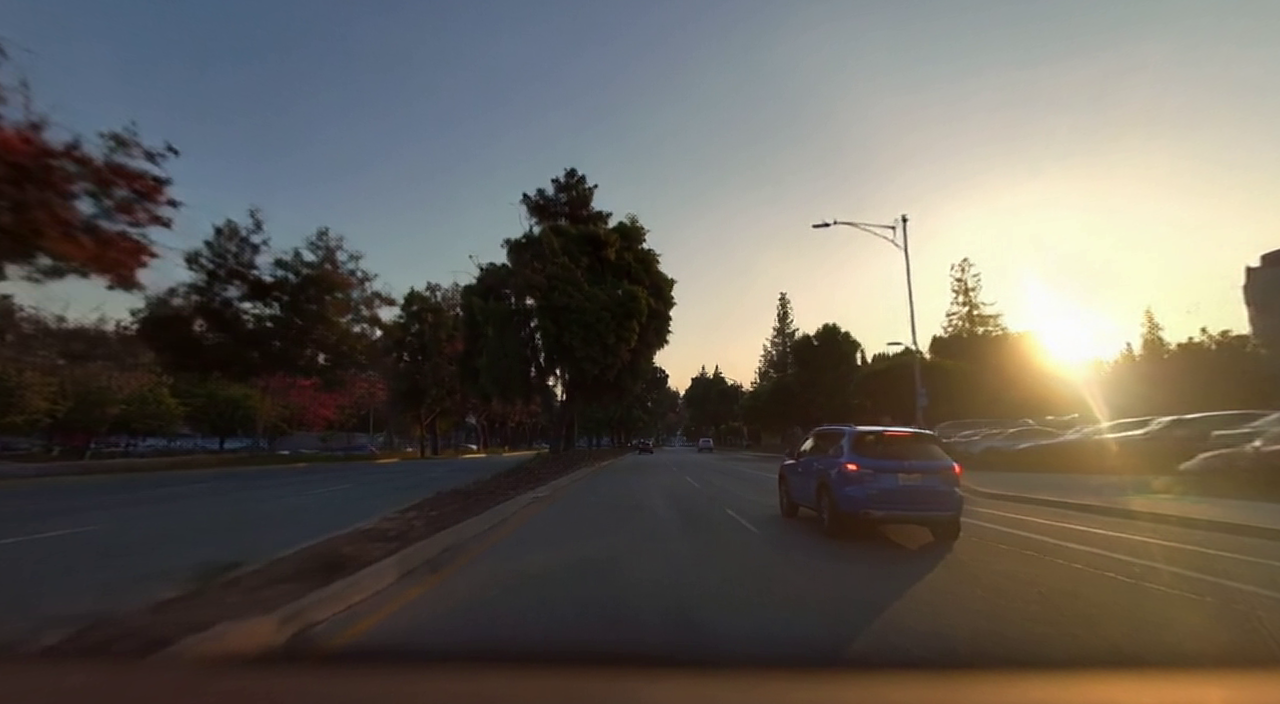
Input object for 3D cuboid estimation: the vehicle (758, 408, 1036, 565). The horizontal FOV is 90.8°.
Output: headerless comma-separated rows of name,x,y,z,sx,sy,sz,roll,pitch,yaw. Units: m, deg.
vehicle,3.158,1.748,8.960,2.060,1.665,4.284,0,-8,-1
